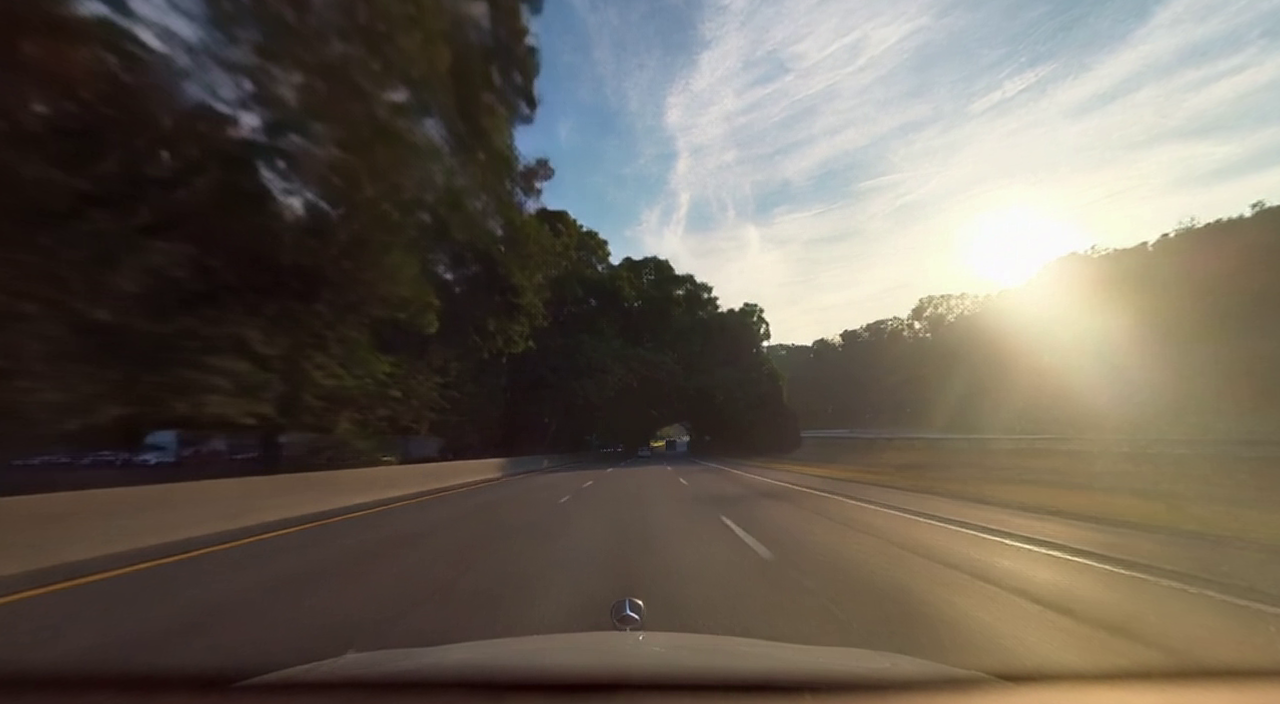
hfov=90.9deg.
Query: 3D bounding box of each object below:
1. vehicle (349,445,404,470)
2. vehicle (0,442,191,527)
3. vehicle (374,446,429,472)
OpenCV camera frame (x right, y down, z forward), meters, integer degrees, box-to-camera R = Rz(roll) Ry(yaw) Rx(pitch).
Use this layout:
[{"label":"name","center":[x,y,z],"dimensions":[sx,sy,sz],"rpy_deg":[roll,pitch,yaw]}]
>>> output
[{"label":"vehicle","center":[-19.055,7.645,45.740],"dimensions":[2.017,1.682,4.394],"rpy_deg":[0,-9,1]},{"label":"vehicle","center":[-11.910,2.658,13.154],"dimensions":[1.865,1.461,4.310],"rpy_deg":[0,-9,0]},{"label":"vehicle","center":[-15.230,6.858,40.512],"dimensions":[1.824,1.545,4.057],"rpy_deg":[-1,-9,2]}]
